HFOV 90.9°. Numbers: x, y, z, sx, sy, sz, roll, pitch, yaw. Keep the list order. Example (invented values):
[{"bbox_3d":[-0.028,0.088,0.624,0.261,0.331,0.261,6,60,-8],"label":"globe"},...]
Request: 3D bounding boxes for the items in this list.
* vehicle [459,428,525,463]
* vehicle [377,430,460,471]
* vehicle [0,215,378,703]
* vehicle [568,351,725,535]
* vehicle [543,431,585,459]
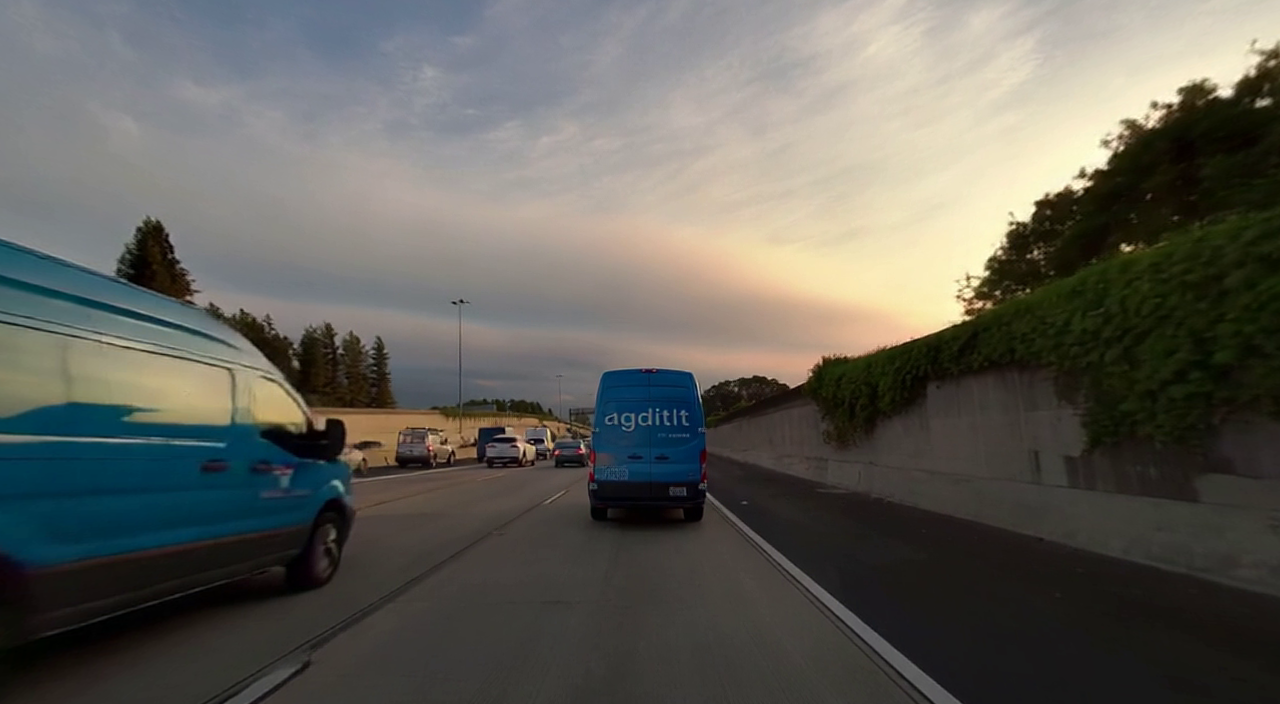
[{"bbox_3d":[-9.661,6.195,41.749,2.566,2.158,5.957,-1,-8,4],"label":"vehicle"},{"bbox_3d":[-10.620,4.757,30.661,2.061,1.846,4.852,-1,-8,3],"label":"vehicle"},{"bbox_3d":[-3.693,0.544,2.103,2.597,2.163,6.860,0,-8,1],"label":"vehicle"},{"bbox_3d":[0.132,1.810,12.660,2.316,2.738,6.398,0,-8,1],"label":"vehicle"},{"bbox_3d":[-5.895,7.314,49.504,2.302,2.007,5.490,-1,-8,3],"label":"vehicle"}]
